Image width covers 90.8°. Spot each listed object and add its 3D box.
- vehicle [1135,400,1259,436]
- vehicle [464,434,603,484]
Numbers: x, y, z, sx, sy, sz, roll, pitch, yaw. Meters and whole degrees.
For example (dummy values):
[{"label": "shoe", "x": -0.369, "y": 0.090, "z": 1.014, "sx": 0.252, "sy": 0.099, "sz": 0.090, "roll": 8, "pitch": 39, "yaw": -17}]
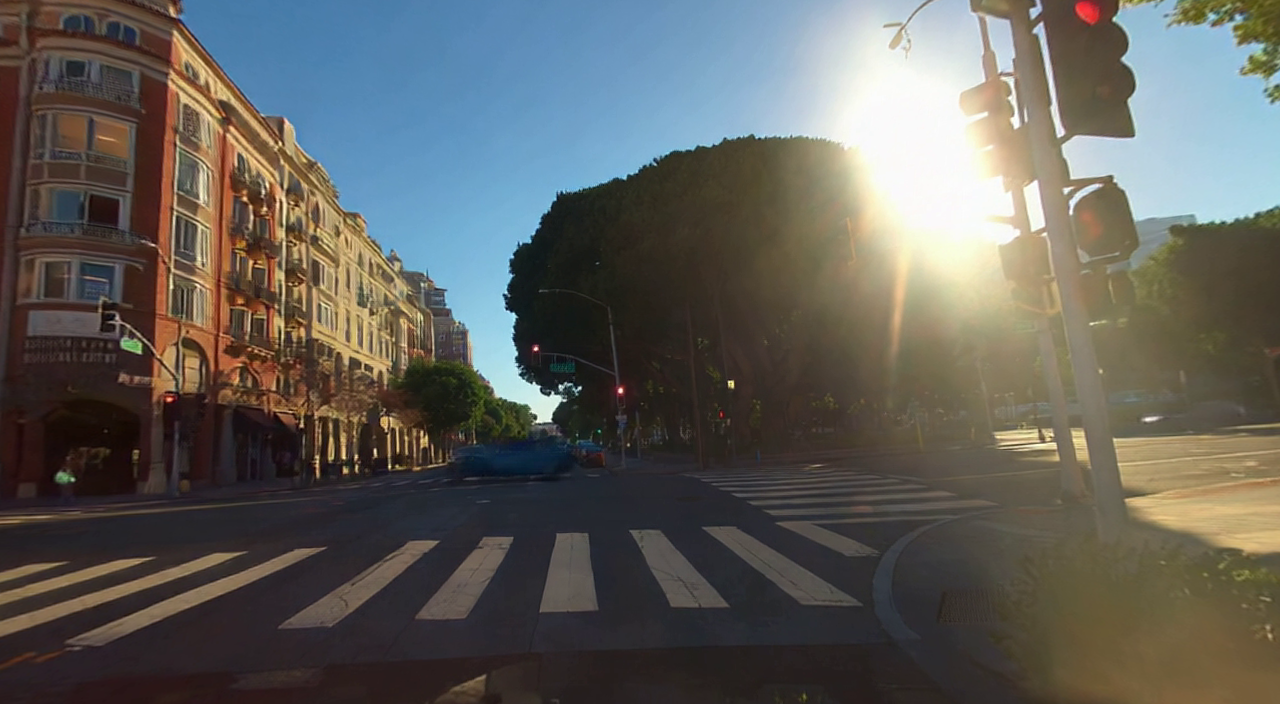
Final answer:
[{"label": "vehicle", "x": 24.501, "y": 2.936, "z": 27.850, "sx": 4.320, "sy": 1.456, "sz": 1.803, "roll": 2, "pitch": -9, "yaw": -13}, {"label": "vehicle", "x": -3.729, "y": 3.784, "z": 22.493, "sx": 4.626, "sy": 1.636, "sz": 2.004, "roll": 1, "pitch": -9, "yaw": -8}]
